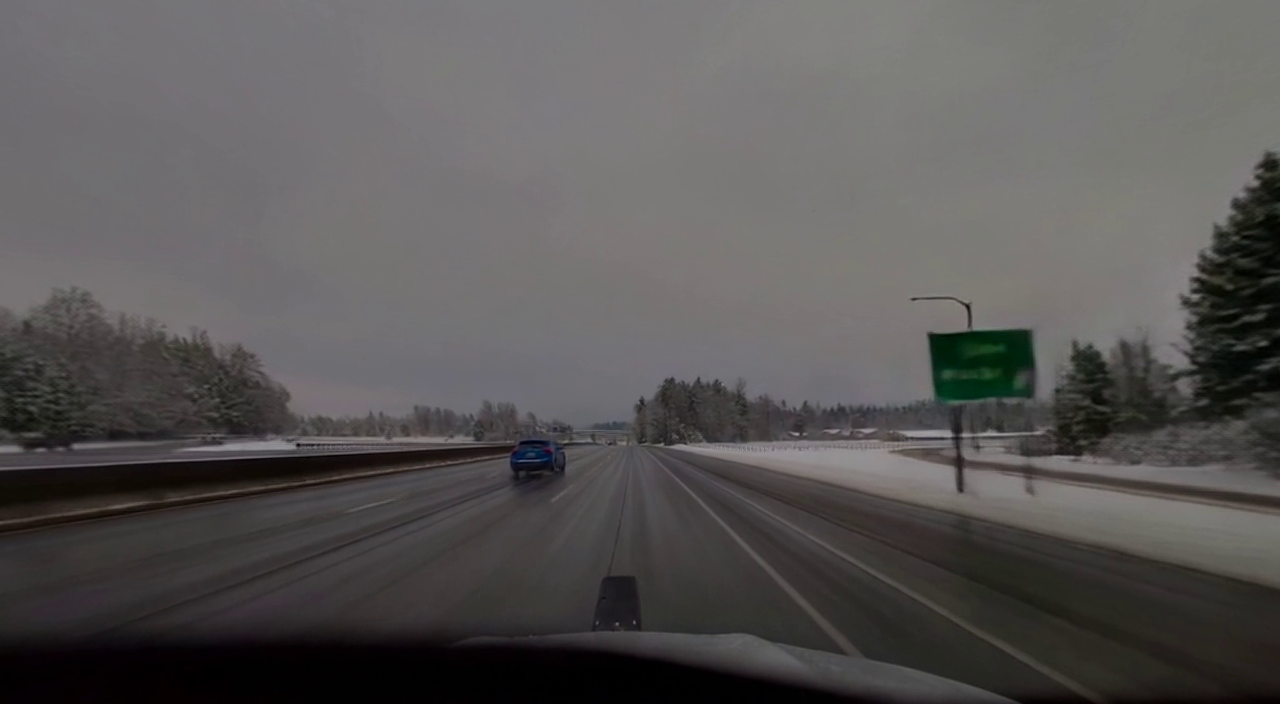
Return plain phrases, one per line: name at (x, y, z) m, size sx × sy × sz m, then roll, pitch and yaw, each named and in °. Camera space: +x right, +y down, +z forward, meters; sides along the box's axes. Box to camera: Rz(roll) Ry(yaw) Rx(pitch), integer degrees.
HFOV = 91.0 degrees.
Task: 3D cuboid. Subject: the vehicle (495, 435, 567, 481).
vehicle at (-4.020, 3.936, 23.804) m, size 2.008 × 1.567 × 3.959 m, roll 0°, pitch -8°, yaw 0°
